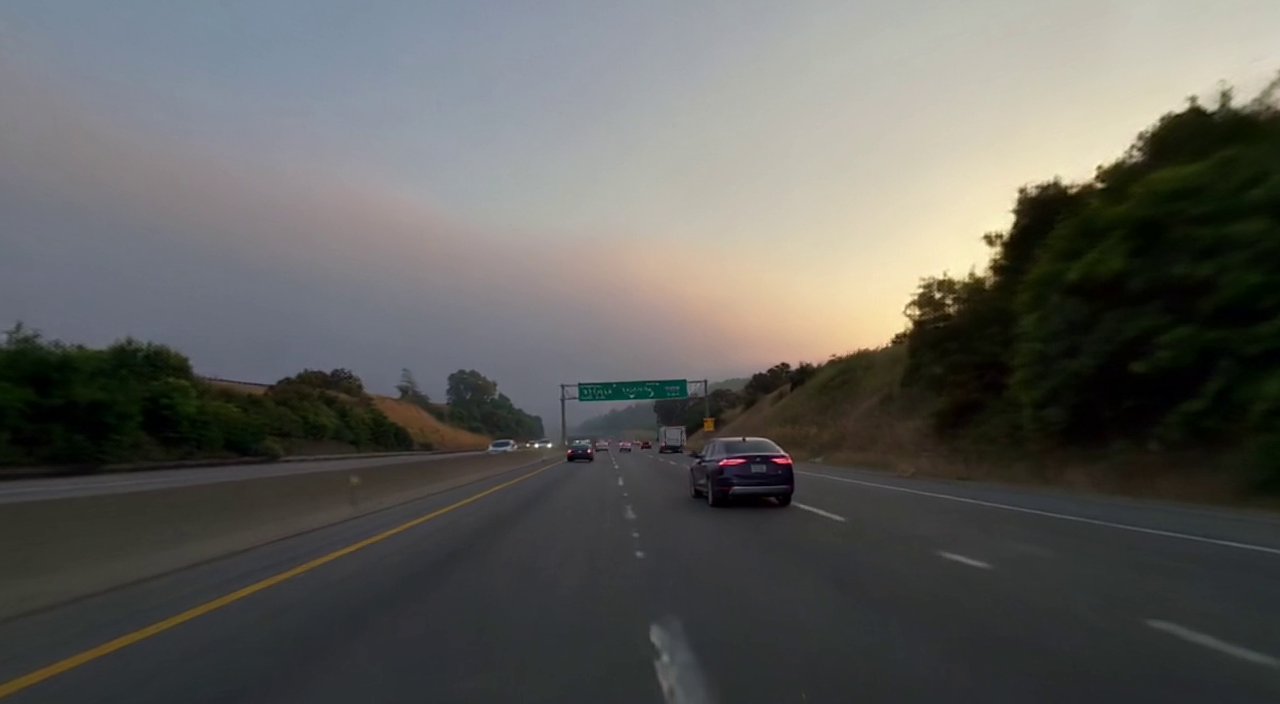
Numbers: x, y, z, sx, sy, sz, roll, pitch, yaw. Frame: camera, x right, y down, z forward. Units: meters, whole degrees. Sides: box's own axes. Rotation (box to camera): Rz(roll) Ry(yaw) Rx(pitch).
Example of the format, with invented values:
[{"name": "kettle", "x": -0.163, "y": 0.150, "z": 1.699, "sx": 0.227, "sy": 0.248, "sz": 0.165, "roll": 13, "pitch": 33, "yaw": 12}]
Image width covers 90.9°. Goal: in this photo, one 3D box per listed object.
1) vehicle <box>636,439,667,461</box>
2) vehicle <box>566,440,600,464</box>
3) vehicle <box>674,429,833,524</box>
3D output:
[{"name": "vehicle", "x": 0.823, "y": 7.221, "z": 46.693, "sx": 1.995, "sy": 1.556, "sz": 3.893, "roll": 1, "pitch": -8, "yaw": -4}, {"name": "vehicle", "x": -3.656, "y": 6.459, "z": 41.017, "sx": 2.055, "sy": 1.466, "sz": 4.317, "roll": 0, "pitch": -8, "yaw": -3}, {"name": "vehicle", "x": 1.965, "y": 2.328, "z": 12.559, "sx": 1.961, "sy": 1.495, "sz": 4.743, "roll": 1, "pitch": -8, "yaw": -4}]
